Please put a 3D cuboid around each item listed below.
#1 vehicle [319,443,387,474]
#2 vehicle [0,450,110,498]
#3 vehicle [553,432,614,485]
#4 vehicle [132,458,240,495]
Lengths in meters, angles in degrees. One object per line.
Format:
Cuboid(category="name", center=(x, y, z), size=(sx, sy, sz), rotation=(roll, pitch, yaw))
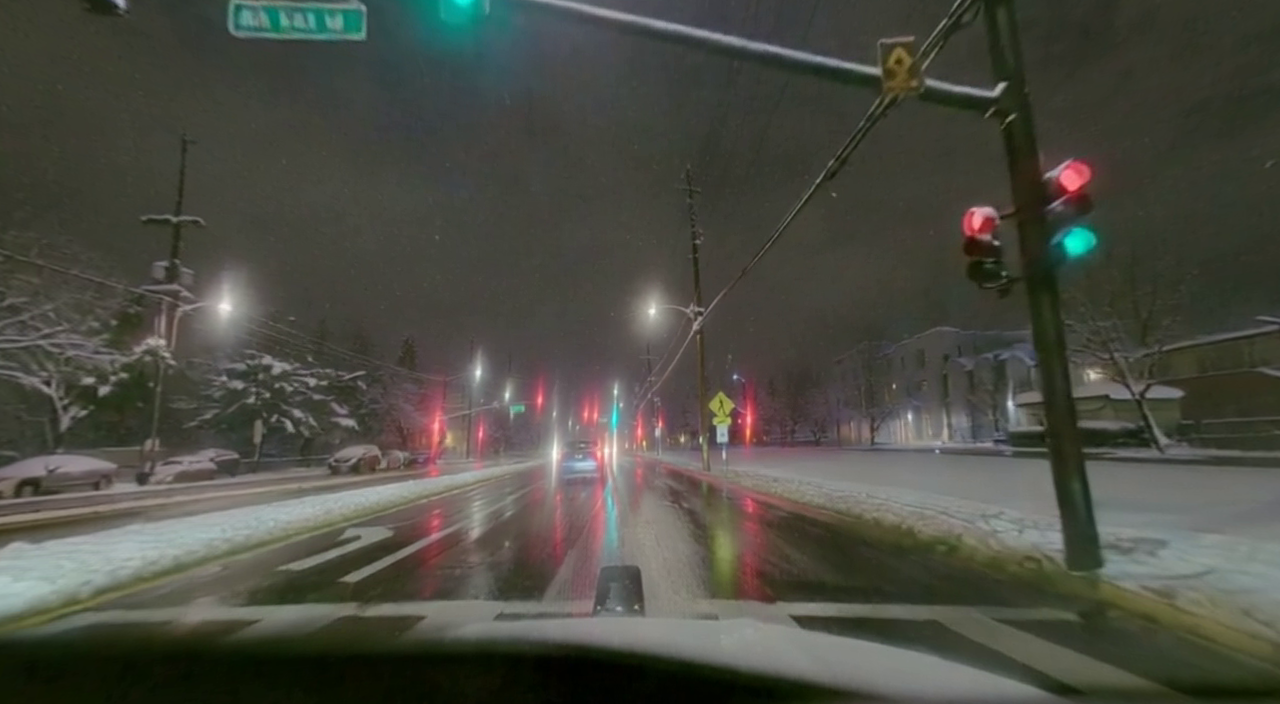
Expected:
Cuboid(category="vehicle", center=(-21.365, 7.944, 47.456), size=(2.369, 2.159, 6.388), rotation=(0, -8, -3))
Cuboid(category="vehicle", center=(-25.871, 5.269, 27.168), size=(4.508, 1.776, 1.932), rotation=(-3, -7, 3))
Cuboid(category="vehicle", center=(-2.017, 3.912, 23.514), size=(2.022, 1.757, 4.041), rotation=(0, -8, -3))
Cuboid(category="vehicle", center=(-20.391, 5.594, 28.615), size=(1.786, 1.439, 4.312), rotation=(0, -8, -2))
